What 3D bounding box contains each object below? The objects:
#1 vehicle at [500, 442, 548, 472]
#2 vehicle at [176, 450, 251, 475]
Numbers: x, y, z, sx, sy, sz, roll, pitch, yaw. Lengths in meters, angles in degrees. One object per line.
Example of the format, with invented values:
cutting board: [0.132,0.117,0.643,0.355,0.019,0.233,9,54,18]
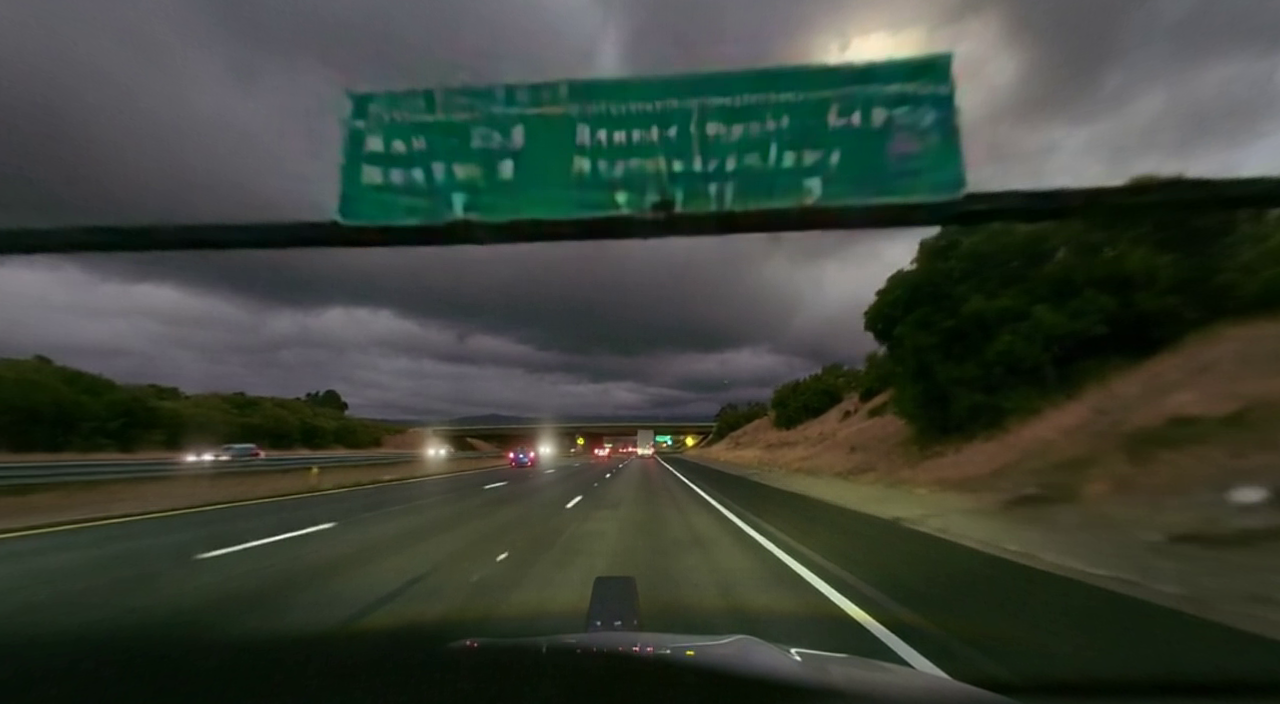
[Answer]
vehicle: [-7.121,6.486,39.084,2.070,1.738,4.733,0,-9,0]
vehicle: [-31.741,8.200,47.097,2.027,1.720,4.965,0,-9,1]
